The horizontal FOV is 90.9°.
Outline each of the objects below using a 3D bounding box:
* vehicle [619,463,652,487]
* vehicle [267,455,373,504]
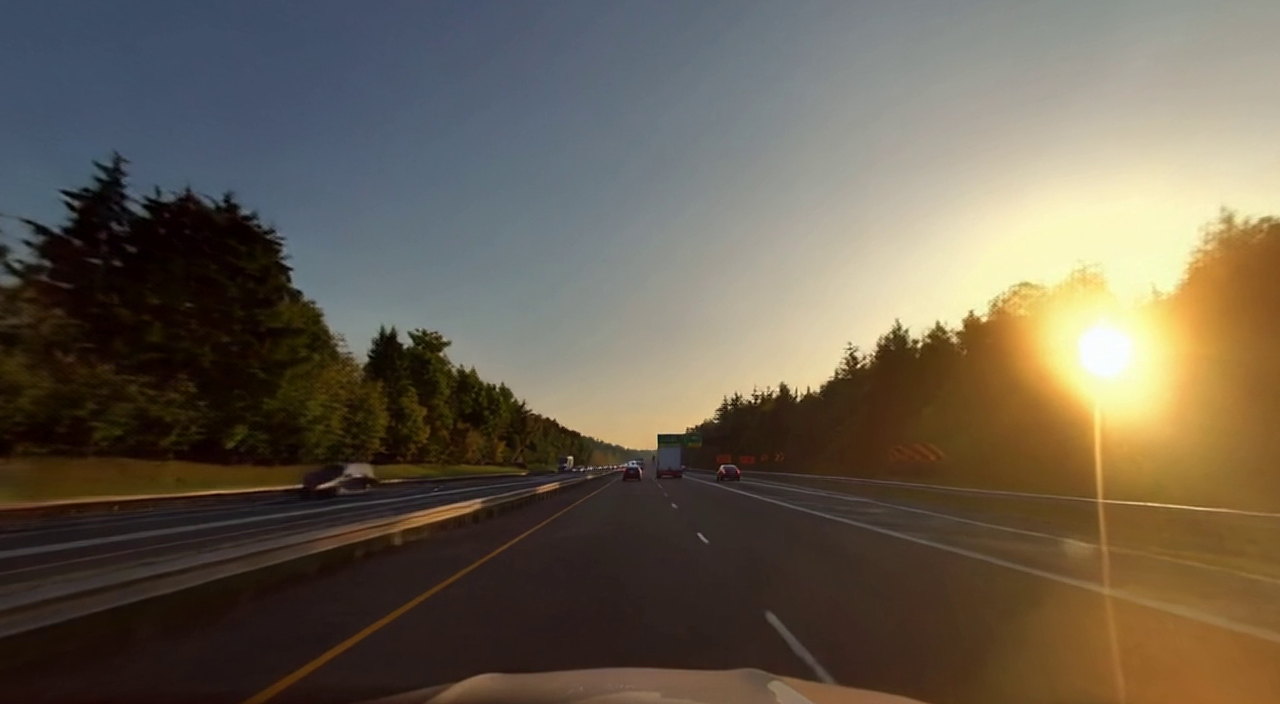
[{"bbox_3d":[-0.340,7.975,40.919,2.025,1.452,3.927,1,-10,-1],"label":"vehicle"},{"bbox_3d":[-12.872,5.160,25.706,2.114,1.757,4.350,1,-10,-2],"label":"vehicle"}]
